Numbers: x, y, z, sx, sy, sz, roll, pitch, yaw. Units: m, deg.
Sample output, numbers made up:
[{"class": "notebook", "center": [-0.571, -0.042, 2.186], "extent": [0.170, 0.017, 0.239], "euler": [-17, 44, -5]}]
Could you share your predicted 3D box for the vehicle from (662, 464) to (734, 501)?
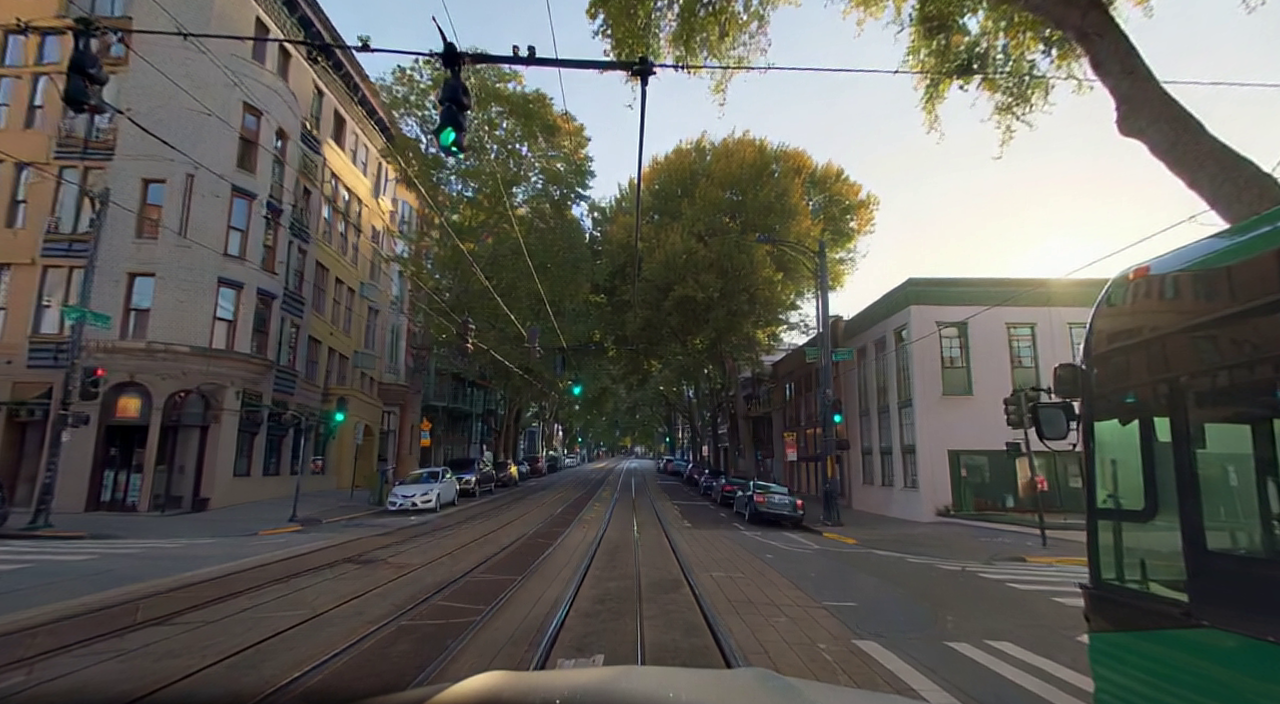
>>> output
[{"class": "vehicle", "center": [2.742, 6.253, 30.551], "extent": [1.984, 1.571, 3.404], "euler": [4, -9, -25]}]

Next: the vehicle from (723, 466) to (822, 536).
[{"class": "vehicle", "center": [3.844, 4.388, 19.114], "extent": [1.929, 1.723, 4.134], "euler": [0, -8, -2]}]

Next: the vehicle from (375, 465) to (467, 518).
[{"class": "vehicle", "center": [-7.443, 4.799, 21.889], "extent": [1.779, 1.588, 3.953], "euler": [2, -12, -1]}]

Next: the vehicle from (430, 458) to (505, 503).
[{"class": "vehicle", "center": [-7.425, 5.574, 27.689], "extent": [1.861, 1.751, 4.550], "euler": [1, -10, 2]}]

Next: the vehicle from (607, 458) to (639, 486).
[{"class": "vehicle", "center": [-1.078, 7.719, 40.764], "extent": [1.966, 1.600, 3.494], "euler": [0, -8, 0]}]
